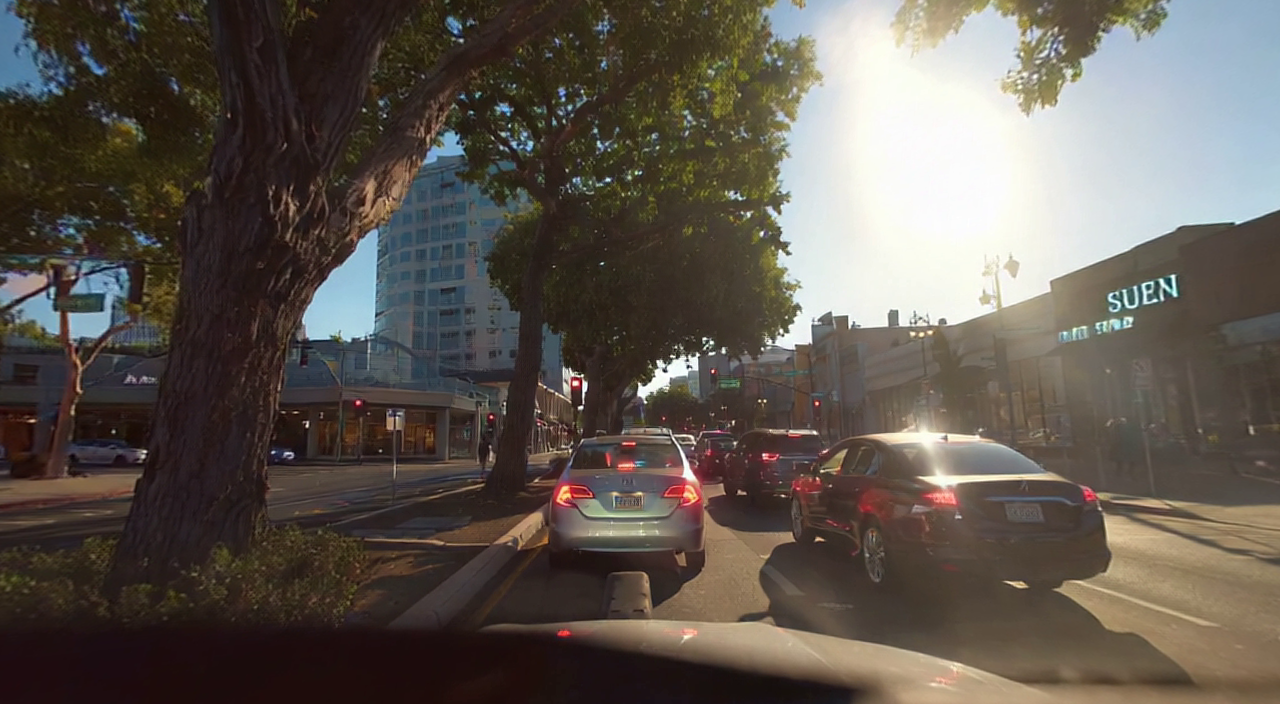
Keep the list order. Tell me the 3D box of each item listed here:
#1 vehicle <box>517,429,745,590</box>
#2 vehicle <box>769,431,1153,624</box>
[{"bbox_3d":[-0.097,1.755,7.925,2.087,1.456,4.143,0,-8,-1],"label":"vehicle"},{"bbox_3d":[2.901,1.652,6.998,1.893,1.446,4.270,0,-8,-2],"label":"vehicle"}]
